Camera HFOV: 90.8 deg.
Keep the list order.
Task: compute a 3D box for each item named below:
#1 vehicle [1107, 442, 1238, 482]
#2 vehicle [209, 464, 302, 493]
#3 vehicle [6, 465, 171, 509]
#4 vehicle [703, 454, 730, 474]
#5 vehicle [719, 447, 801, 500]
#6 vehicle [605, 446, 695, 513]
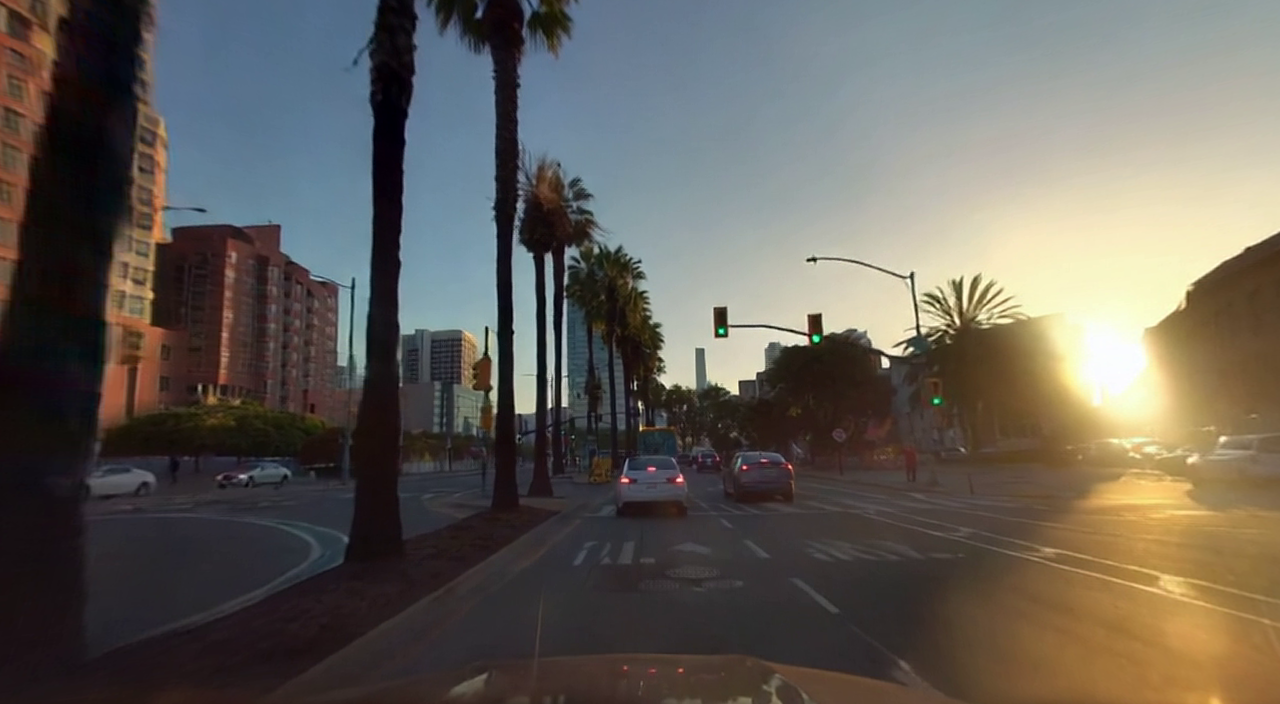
[{"bbox_3d":[21.541,4.488,25.866,1.852,1.455,4.673,-2,-9,9],"label":"vehicle"},{"bbox_3d":[-22.100,7.268,36.531,1.809,1.472,4.601,-3,-10,13],"label":"vehicle"},{"bbox_3d":[-21.580,5.265,25.048,1.844,1.478,4.618,-2,-10,13],"label":"vehicle"},{"bbox_3d":[6.048,8.788,49.560,2.013,1.465,3.800,-2,-9,8],"label":"vehicle"},{"bbox_3d":[3.690,3.807,20.069,1.909,1.500,3.524,0,-9,0],"label":"vehicle"},{"bbox_3d":[0.276,3.218,16.302,2.048,1.503,3.681,-1,-9,1],"label":"vehicle"}]
